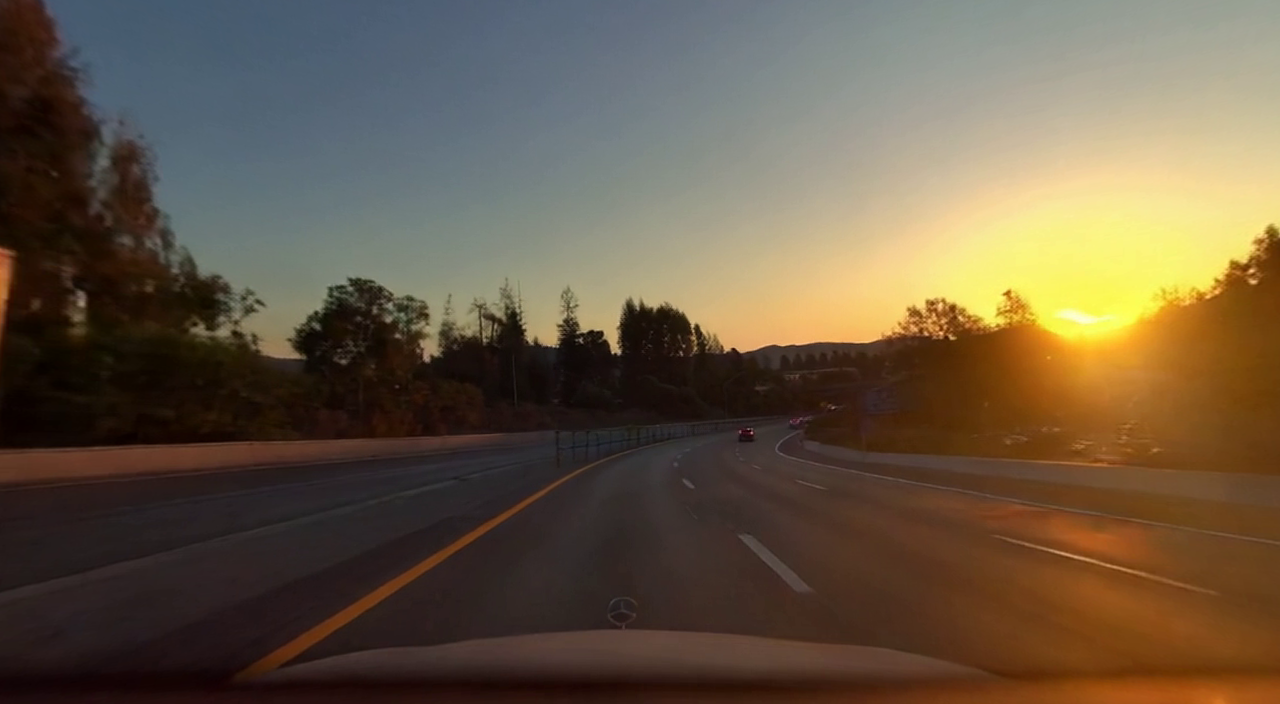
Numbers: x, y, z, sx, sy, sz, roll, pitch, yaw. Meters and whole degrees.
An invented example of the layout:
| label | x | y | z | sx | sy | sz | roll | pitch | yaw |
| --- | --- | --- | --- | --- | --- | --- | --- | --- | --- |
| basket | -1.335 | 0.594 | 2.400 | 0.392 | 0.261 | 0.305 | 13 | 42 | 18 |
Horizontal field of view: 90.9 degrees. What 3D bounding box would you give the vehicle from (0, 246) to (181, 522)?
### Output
| label | x | y | z | sx | sy | sz | roll | pitch | yaw |
| --- | --- | --- | --- | --- | --- | --- | --- | --- | --- |
| vehicle | -11.364 | -0.148 | 5.288 | 2.882 | 4.213 | 15.918 | 0 | -8 | 1 |
